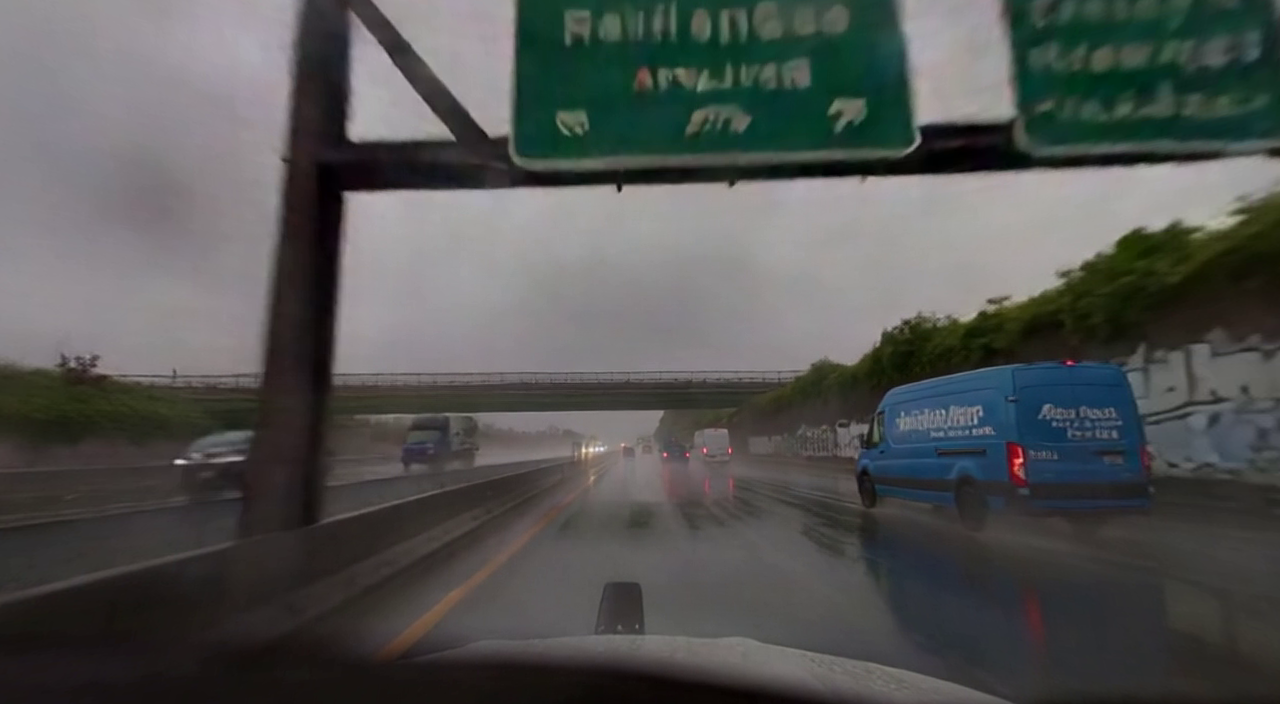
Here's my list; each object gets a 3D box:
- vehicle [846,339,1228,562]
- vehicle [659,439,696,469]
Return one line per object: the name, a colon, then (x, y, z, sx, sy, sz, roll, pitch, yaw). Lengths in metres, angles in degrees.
vehicle: (5.642, 1.572, 10.358, 2.283, 2.631, 5.719, 0, -9, -2)
vehicle: (2.543, 7.102, 43.873, 2.007, 1.943, 5.010, 0, -9, -3)
